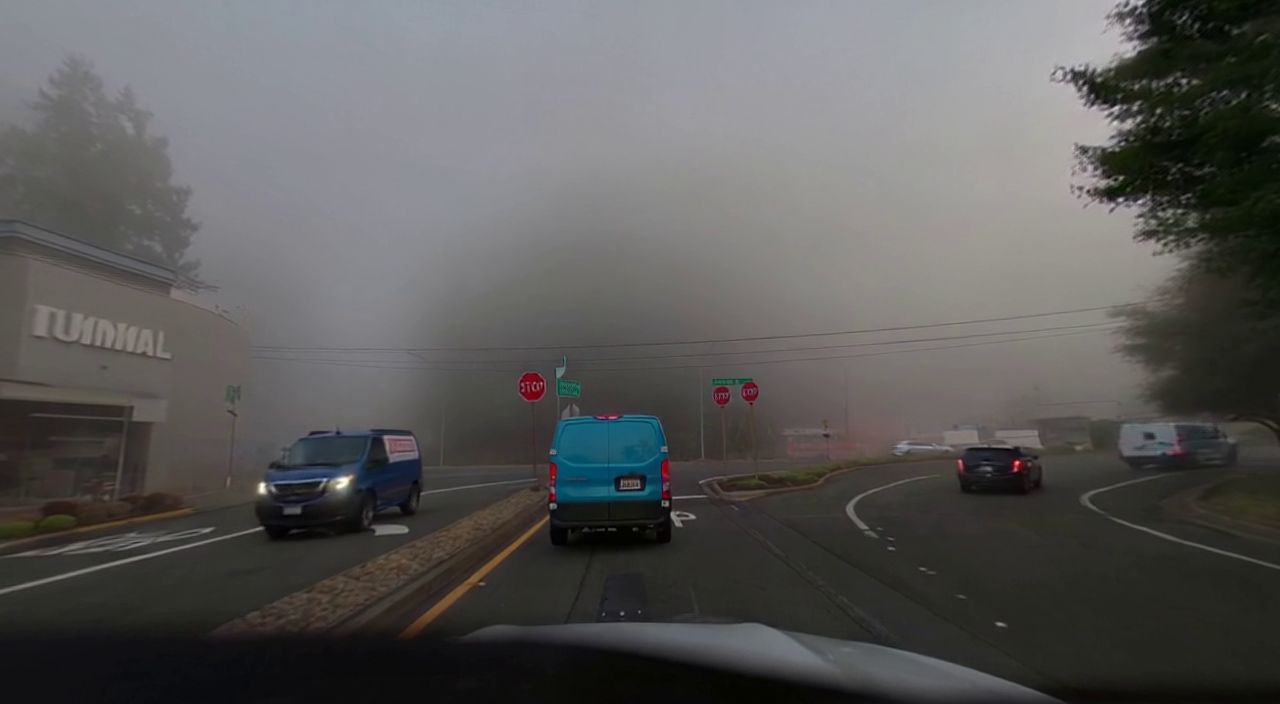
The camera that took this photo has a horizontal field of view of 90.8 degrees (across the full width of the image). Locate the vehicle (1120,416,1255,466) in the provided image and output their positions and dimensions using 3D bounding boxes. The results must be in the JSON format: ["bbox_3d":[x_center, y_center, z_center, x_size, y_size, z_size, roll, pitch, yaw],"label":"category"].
[{"bbox_3d":[23.260,3.790,26.850,4.946,1.973,2.204,4,-9,-23],"label":"vehicle"}]

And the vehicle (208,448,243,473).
[{"bbox_3d":[-29.925,7.801,45.700,1.913,1.682,4.120,5,-10,-32],"label":"vehicle"}]

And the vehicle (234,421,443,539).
[{"bbox_3d":[-5.176,2.237,11.703,1.985,1.710,4.651,1,-9,-6],"label":"vehicle"}]

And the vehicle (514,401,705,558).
[{"bbox_3d":[-0.295,1.846,9.768,2.237,1.828,4.546,0,-9,2],"label":"vehicle"}]

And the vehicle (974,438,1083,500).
[{"bbox_3d":[11.147,3.240,17.971,2.079,1.504,4.828,-6,-11,36],"label":"vehicle"}]

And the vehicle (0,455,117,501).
[{"bbox_3d":[-21.393,4.394,22.363,2.038,1.392,4.362,0,-9,-1],"label":"vehicle"}]
